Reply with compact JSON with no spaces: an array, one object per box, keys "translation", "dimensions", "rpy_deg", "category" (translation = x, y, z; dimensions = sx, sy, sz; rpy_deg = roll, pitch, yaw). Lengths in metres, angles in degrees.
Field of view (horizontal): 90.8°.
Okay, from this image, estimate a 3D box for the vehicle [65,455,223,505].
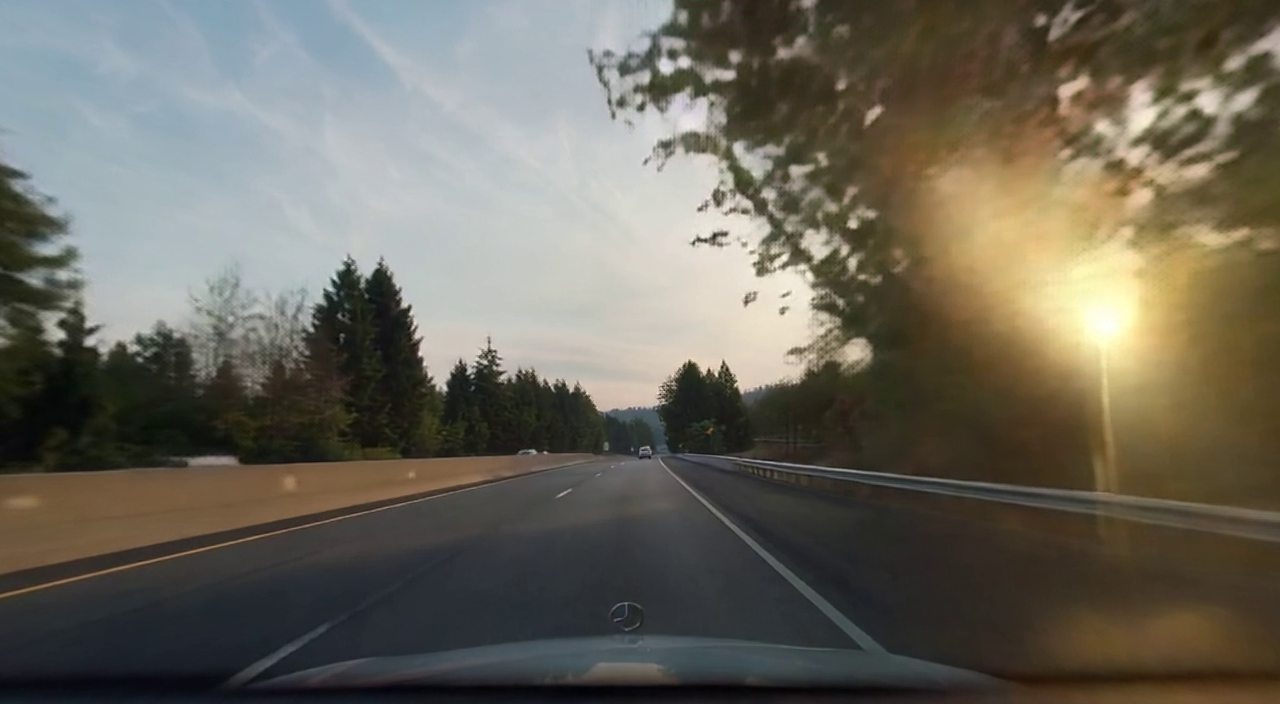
[{"translation":[-17.083,4.401,22.085],"dimensions":[1.917,1.503,4.376],"rpy_deg":[0,-9,1],"category":"vehicle"}]
